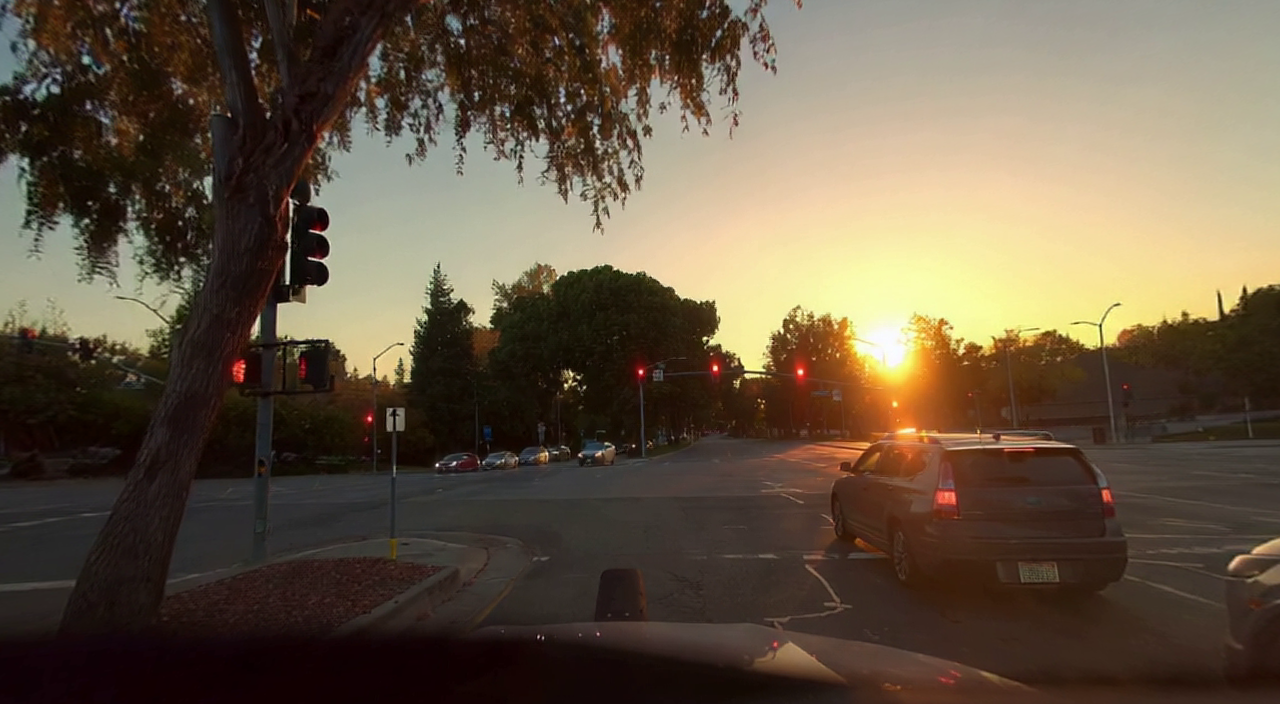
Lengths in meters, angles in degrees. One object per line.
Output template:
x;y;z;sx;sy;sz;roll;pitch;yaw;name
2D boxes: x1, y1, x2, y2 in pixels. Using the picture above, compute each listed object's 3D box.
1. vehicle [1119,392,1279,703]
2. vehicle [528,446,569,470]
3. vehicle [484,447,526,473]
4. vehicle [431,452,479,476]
3.060;0.619;0.418;1.978;1.468;4.544;0;-9;1;vehicle
-6.562;7.609;45.507;2.126;1.657;4.307;-1;-9;2;vehicle
-9.781;7.833;45.933;2.064;1.725;4.243;0;-9;1;vehicle
-13.403;8.113;45.984;2.101;1.637;4.304;0;-9;1;vehicle
